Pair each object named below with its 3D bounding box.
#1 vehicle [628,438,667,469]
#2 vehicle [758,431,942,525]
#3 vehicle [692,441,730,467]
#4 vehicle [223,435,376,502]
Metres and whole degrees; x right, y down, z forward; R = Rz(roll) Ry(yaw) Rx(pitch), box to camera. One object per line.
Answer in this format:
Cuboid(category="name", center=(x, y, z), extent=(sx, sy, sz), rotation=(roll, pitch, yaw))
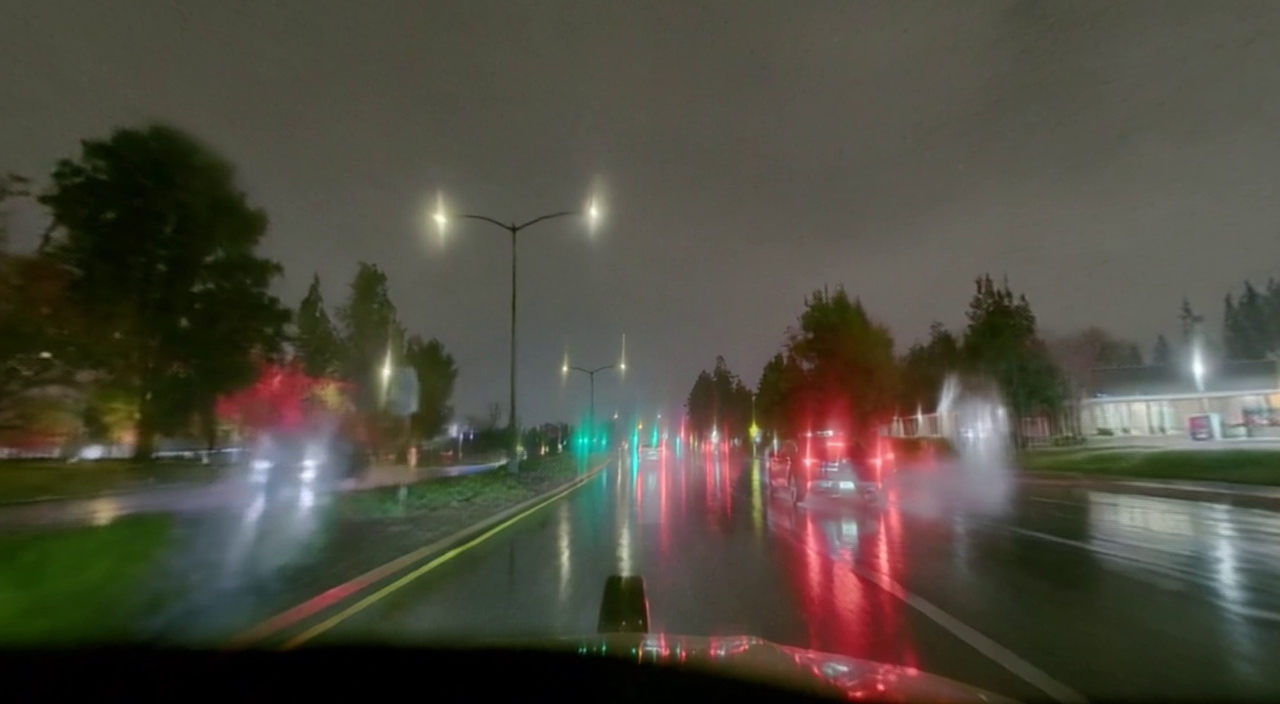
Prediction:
Cuboid(category="vehicle", center=(0.493, 5.991, 37.143), extent=(2.172, 1.694, 4.055), rotation=(0, -9, 1))
Cuboid(category="vehicle", center=(3.897, 2.435, 12.739), extent=(2.119, 1.509, 4.756), rotation=(0, -9, 0))
Cuboid(category="vehicle", center=(4.519, 6.565, 40.566), extent=(1.980, 1.515, 4.362), rotation=(0, -9, 0))
Cuboid(category="vehicle", center=(-9.626, 3.302, 18.235), extent=(2.004, 1.683, 4.290), rotation=(0, -9, 0))
